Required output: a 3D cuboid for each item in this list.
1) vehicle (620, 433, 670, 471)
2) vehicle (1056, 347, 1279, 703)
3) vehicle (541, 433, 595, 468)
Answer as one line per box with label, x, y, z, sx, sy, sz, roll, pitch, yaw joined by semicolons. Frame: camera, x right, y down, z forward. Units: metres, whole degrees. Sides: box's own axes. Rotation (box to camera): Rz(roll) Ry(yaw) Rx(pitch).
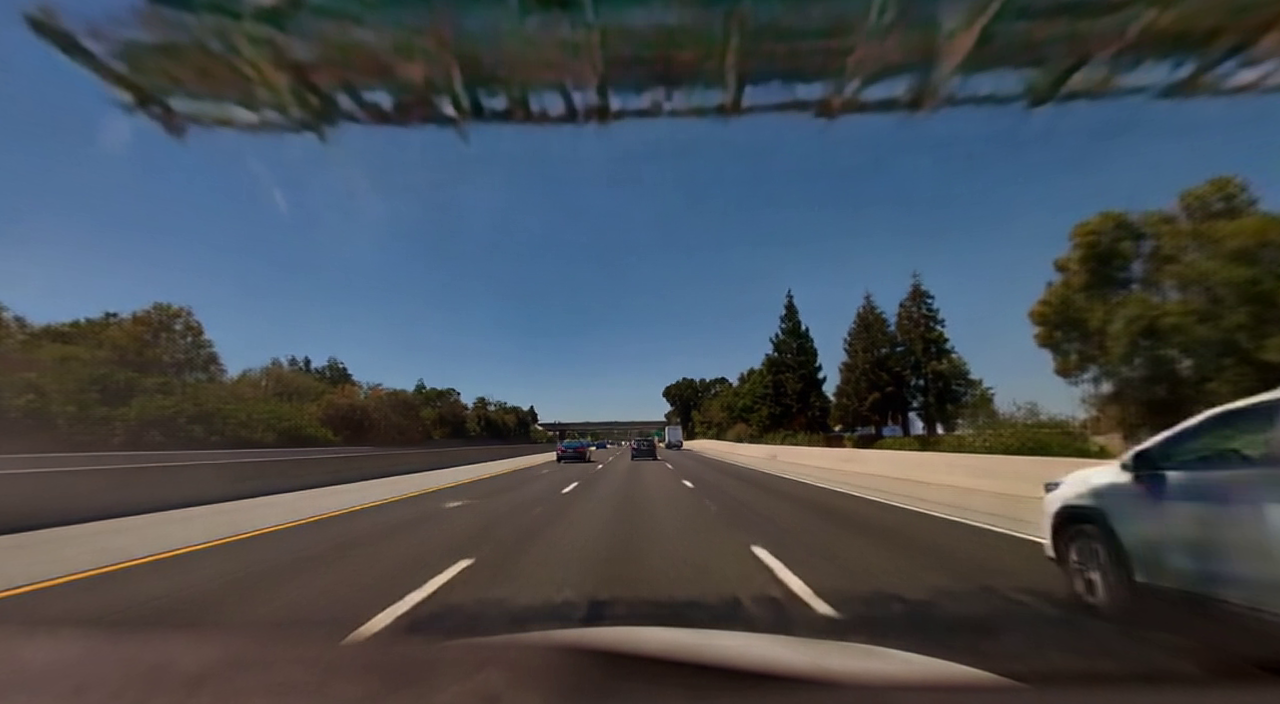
vehicle;0.221;4.349;27.477;2.049;1.542;3.816;0;-8;1
vehicle;4.091;0.746;2.378;2.025;1.707;4.279;0;-8;-1
vehicle;-3.526;4.899;31.454;2.066;1.561;4.495;0;-8;1
